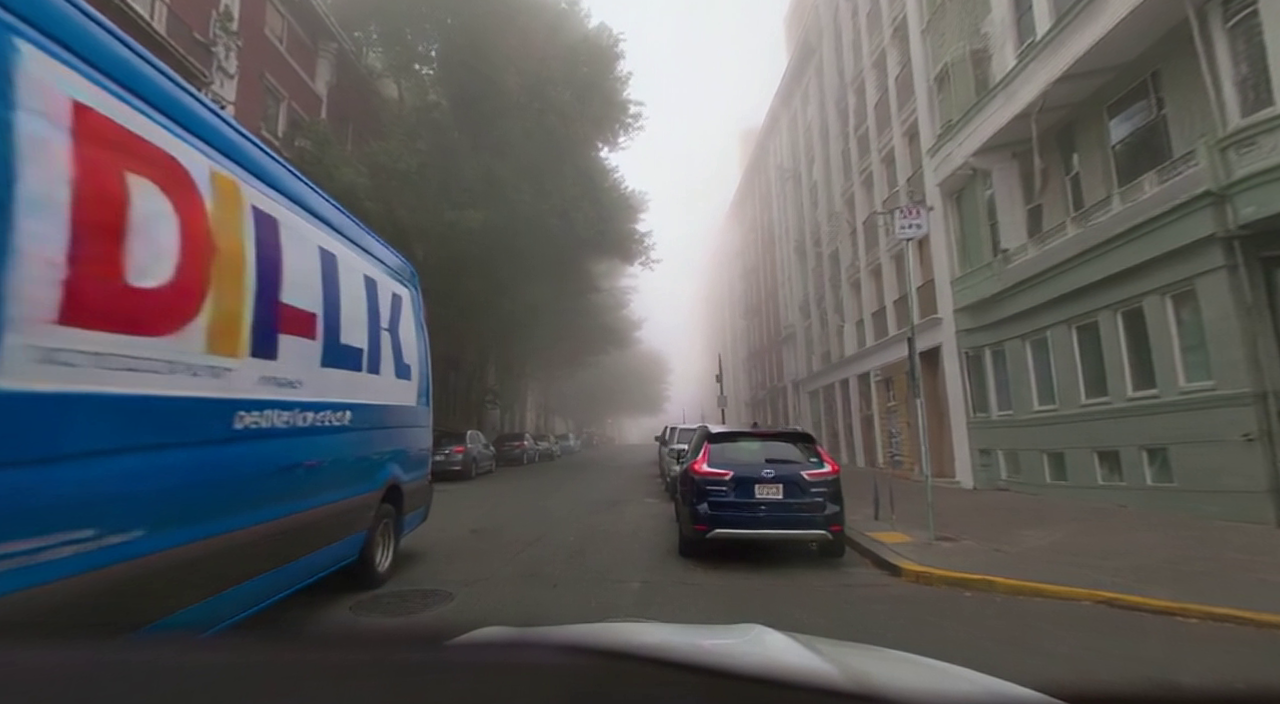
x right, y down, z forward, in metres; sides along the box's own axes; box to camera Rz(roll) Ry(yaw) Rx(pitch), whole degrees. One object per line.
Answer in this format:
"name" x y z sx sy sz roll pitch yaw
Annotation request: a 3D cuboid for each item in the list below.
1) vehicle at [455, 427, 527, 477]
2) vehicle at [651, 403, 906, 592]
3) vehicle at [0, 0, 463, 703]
"vehicle" -5.826 3.908 25.201 1.859 1.508 4.144 2 -3 0
"vehicle" 1.137 1.468 7.366 1.925 1.481 4.653 0 -8 0
"vehicle" -3.200 0.126 3.599 2.558 3.014 7.101 0 -9 -2
